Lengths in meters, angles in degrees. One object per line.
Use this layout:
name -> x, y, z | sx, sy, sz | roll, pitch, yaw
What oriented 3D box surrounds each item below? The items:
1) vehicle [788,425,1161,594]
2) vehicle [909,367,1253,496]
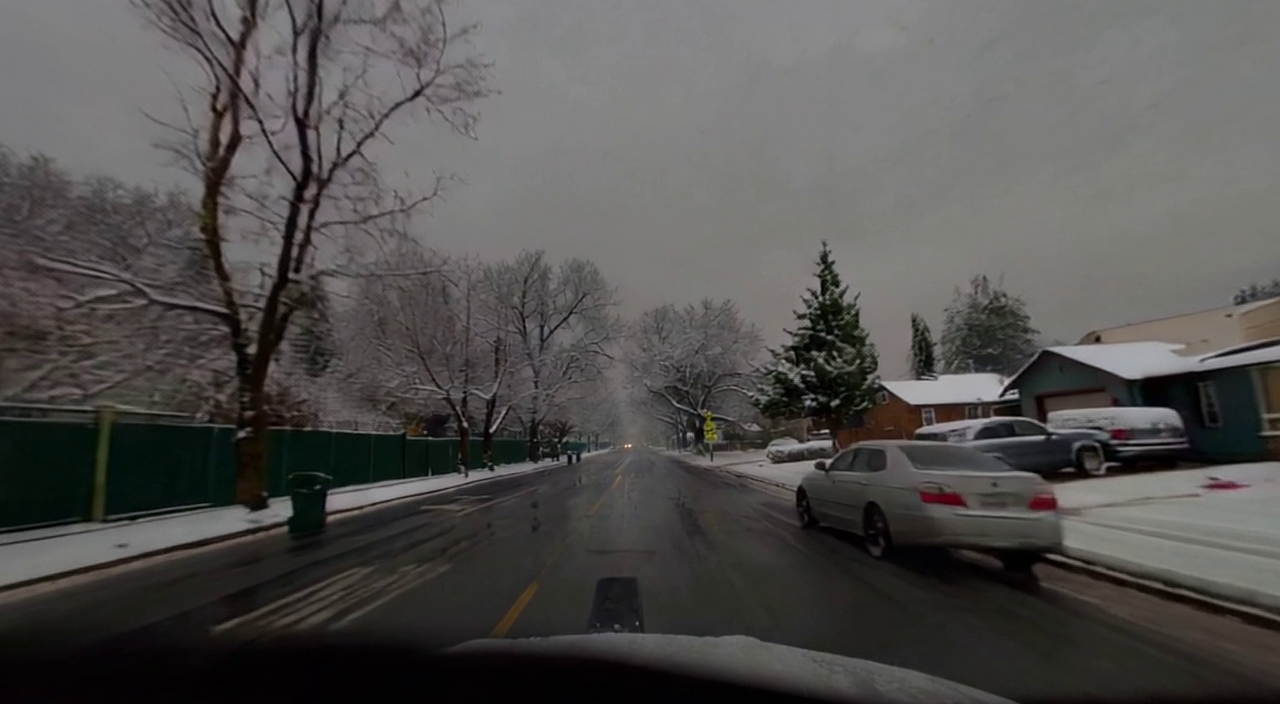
vehicle -> 3.683, 1.818, 8.383 | 2.051, 1.524, 5.047 | 0, -8, -2
vehicle -> 9.708, 1.832, 14.372 | 5.935, 1.911, 2.236 | -8, -10, -1
